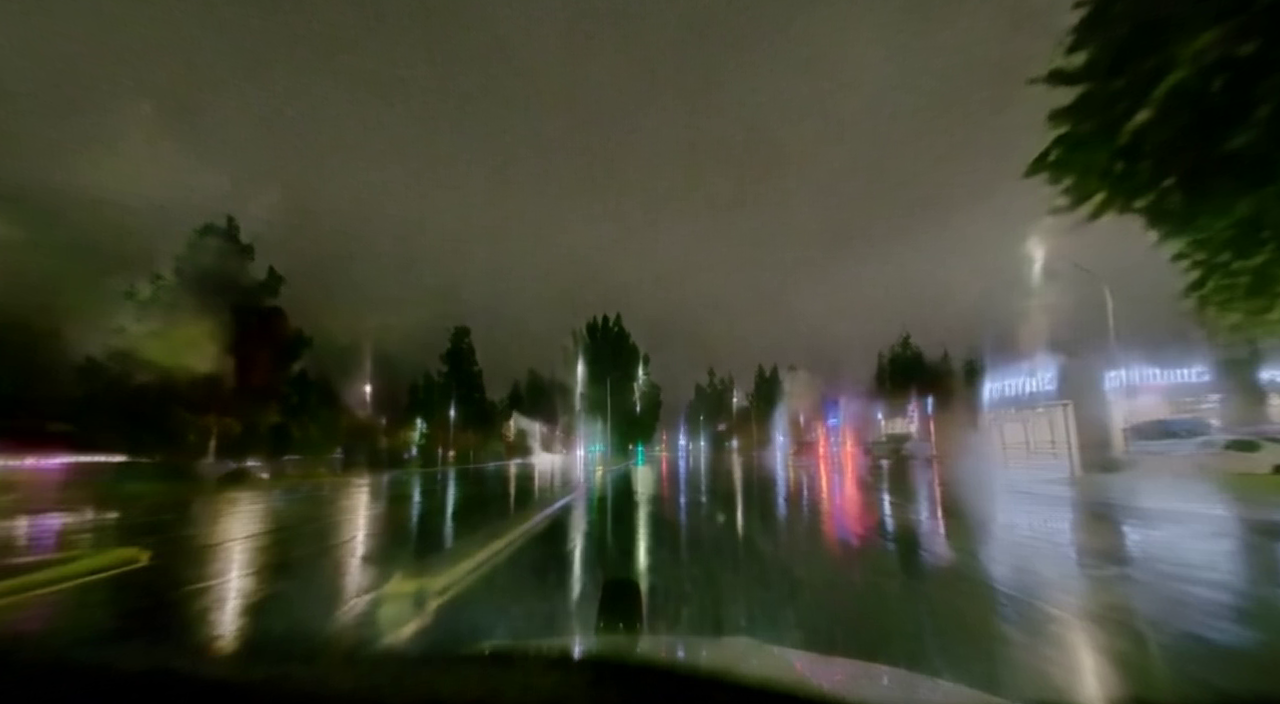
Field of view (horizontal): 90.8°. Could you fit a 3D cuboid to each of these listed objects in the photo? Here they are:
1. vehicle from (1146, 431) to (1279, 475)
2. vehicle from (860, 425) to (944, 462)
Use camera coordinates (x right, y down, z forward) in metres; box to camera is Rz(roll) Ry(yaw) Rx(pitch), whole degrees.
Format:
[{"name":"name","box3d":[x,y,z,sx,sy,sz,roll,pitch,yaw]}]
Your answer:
[{"name":"vehicle","box3d":[19.808,3.354,21.048,4.182,1.374,1.966,0,-9,0]},{"name":"vehicle","box3d":[14.974,5.302,36.522,2.195,1.926,5.466,0,-9,-3]}]
